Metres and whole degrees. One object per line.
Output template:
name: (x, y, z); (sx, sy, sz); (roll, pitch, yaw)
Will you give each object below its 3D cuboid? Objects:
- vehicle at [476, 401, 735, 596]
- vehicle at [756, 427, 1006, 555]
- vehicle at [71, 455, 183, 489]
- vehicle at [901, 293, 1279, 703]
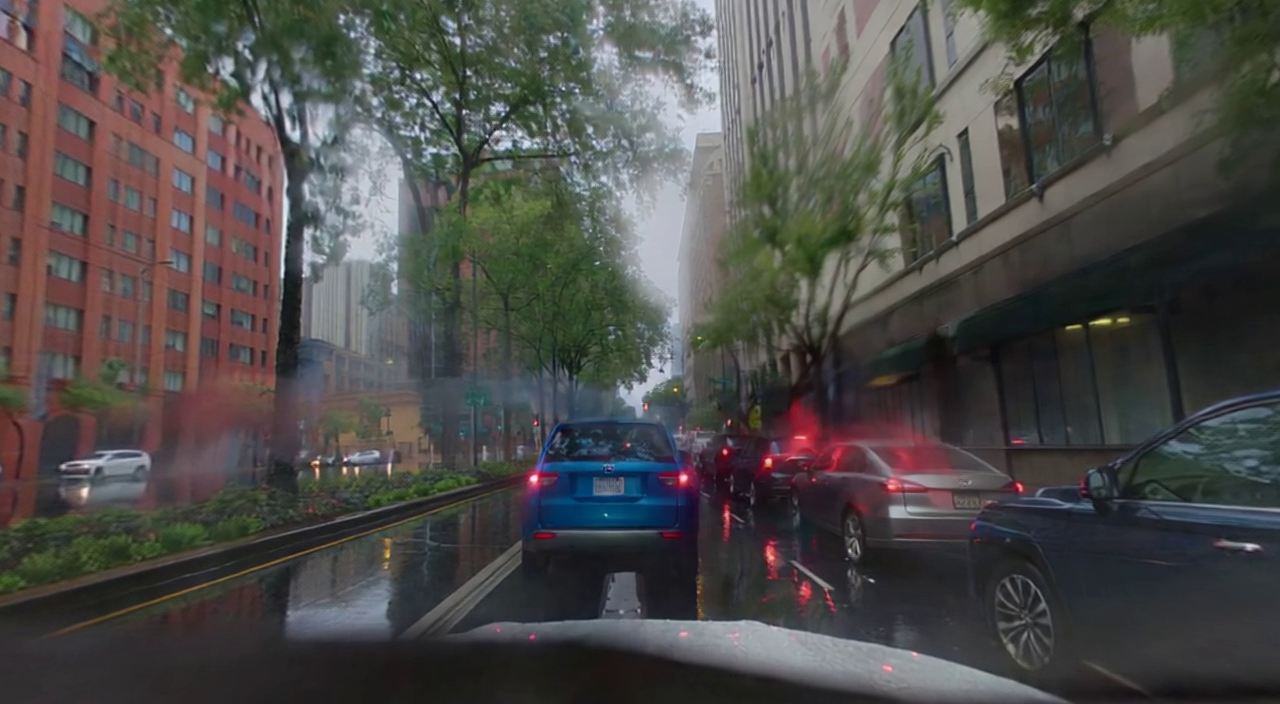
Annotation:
vehicle: (-0.342, 1.586, 7.639); (2.249, 1.684, 4.084); (0, -9, -1)
vehicle: (3.279, 1.985, 9.808); (1.941, 1.482, 4.632); (0, -9, -2)
vehicle: (-25.318, 5.917, 31.429); (1.960, 1.459, 4.699); (1, -9, -6)
vehicle: (2.999, 0.750, 2.245); (2.063, 1.760, 4.664); (0, -9, -1)
